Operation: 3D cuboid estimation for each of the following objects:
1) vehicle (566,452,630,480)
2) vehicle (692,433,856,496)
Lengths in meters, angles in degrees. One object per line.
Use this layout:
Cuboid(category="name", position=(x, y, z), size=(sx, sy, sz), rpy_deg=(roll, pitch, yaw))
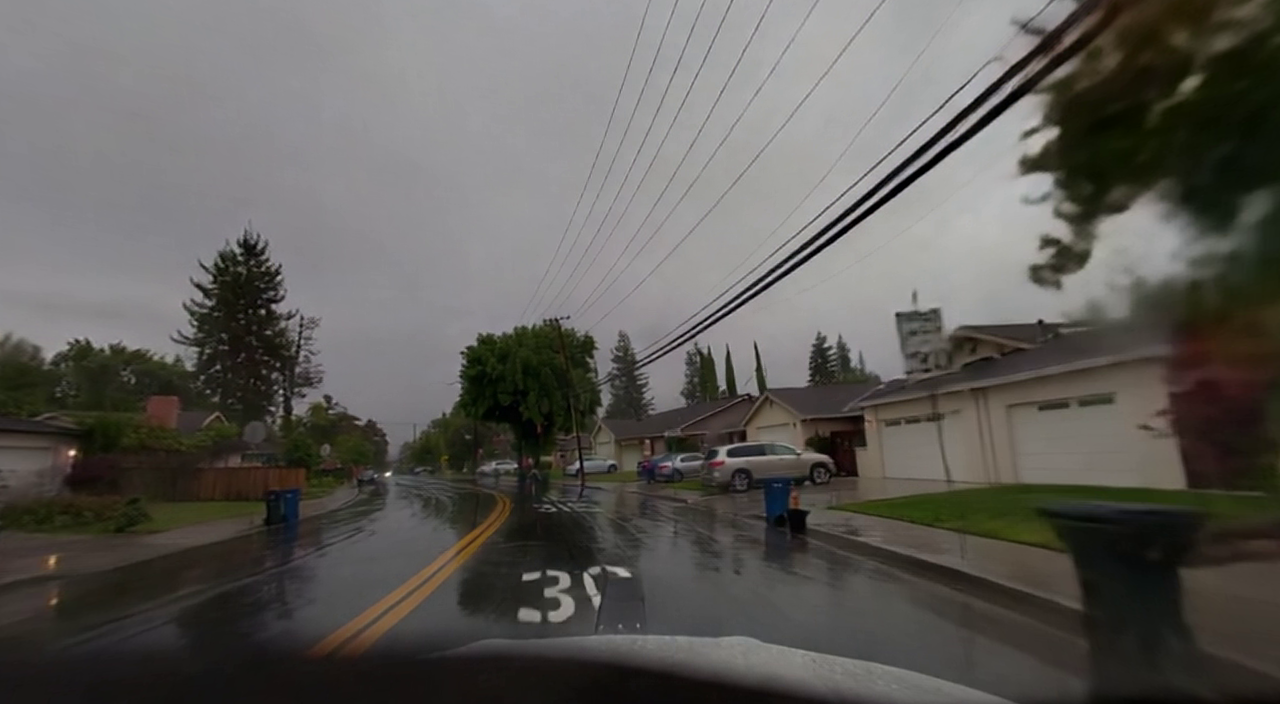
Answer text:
Cuboid(category="vehicle", position=(-3.181, 8.507, 47.361), size=(4.337, 1.768, 1.962), rpy_deg=(2, -9, -23))
Cuboid(category="vehicle", position=(4.775, 4.078, 22.926), size=(5.229, 1.790, 2.153), rpy_deg=(-2, -11, -12))
